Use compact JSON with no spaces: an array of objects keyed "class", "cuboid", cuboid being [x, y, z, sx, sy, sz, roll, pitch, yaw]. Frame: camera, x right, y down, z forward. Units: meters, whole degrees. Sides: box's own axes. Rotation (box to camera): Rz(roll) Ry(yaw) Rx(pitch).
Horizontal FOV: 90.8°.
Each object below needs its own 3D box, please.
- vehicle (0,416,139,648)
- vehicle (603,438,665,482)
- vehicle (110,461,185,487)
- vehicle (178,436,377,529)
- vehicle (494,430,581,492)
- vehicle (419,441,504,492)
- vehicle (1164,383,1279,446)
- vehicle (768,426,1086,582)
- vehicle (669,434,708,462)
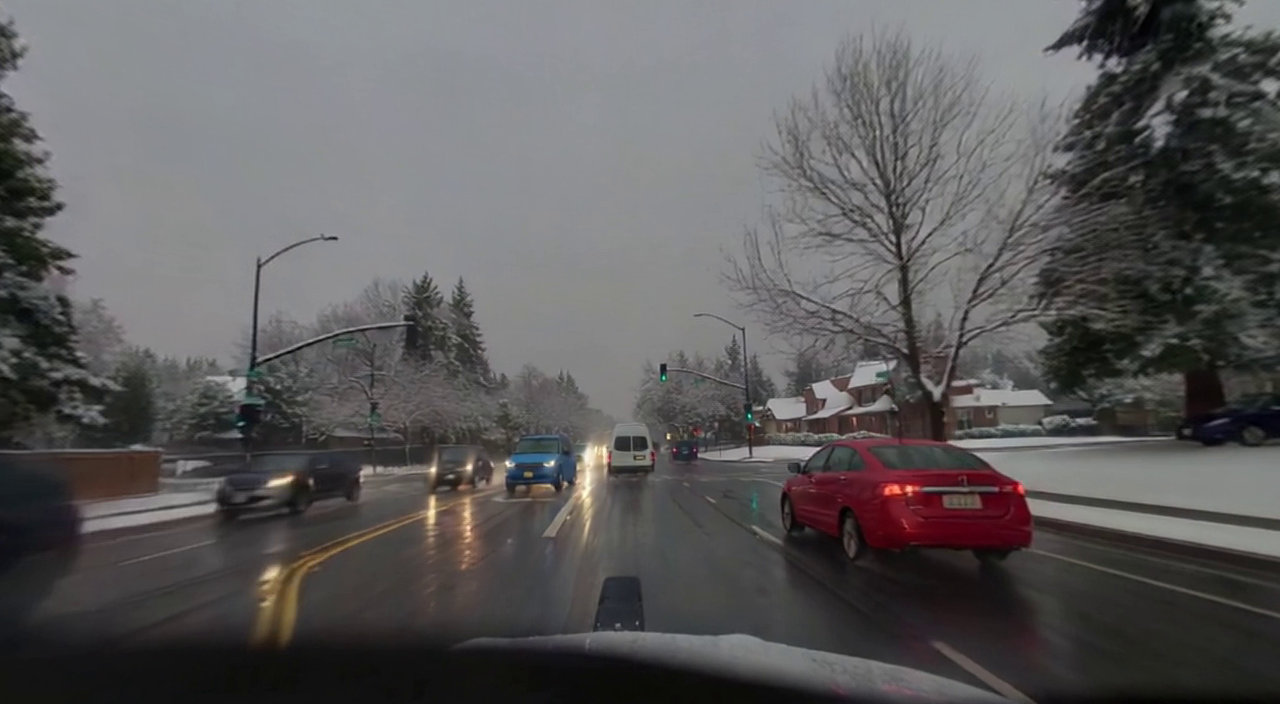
[{"class":"vehicle","cuboid":[-5.970,1.248,3.825,2.146,1.768,4.664,0,-8,-2]},{"class":"vehicle","cuboid":[-0.252,3.992,23.801,2.114,1.483,4.207,0,-8,-1]},{"class":"vehicle","cuboid":[-37.584,9.267,48.349,1.876,1.763,4.515,-1,-8,4]},{"class":"vehicle","cuboid":[-8.997,3.205,16.452,2.167,1.973,5.474,0,-8,-3]},{"class":"vehicle","cuboid":[-3.202,3.508,20.907,2.083,1.741,5.530,0,-8,-1]},{"class":"vehicle","cuboid":[-6.314,4.056,22.852,2.051,1.663,4.031,0,-8,-2]},{"class":"vehicle","cuboid":[18.455,1.871,18.410,2.012,1.690,5.034,0,-8,0]},{"class":"vehicle","cuboid":[3.170,1.748,8.222,1.973,1.447,4.402,0,-8,-2]},{"class":"vehicle","cuboid":[3.382,6.781,44.697,2.187,1.847,4.553,0,-8,-3]}]
